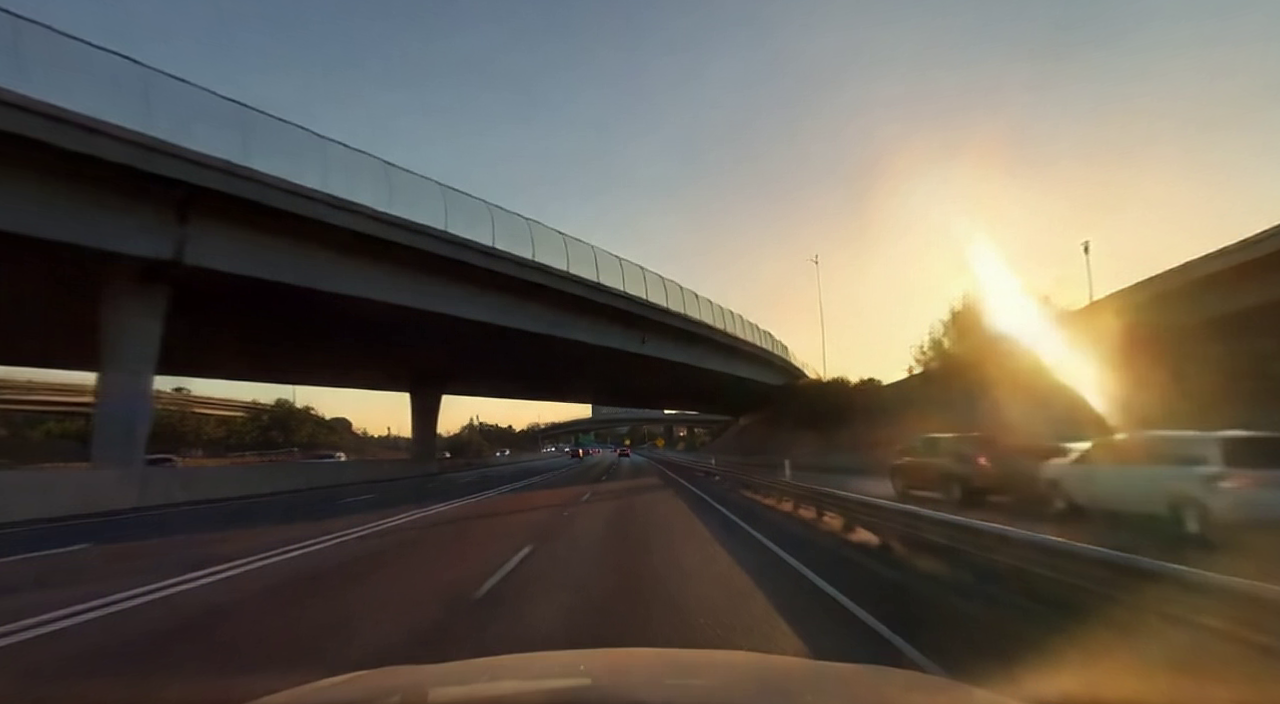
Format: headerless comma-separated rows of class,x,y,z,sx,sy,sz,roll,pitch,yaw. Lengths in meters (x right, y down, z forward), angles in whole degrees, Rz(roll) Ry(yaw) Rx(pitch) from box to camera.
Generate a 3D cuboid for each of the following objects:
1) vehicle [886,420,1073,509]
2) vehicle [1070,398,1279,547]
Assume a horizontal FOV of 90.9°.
vehicle,15.002,5.078,29.202,3.233,3.414,9.483,0,-9,-1
vehicle,16.239,3.120,16.821,2.887,3.412,9.164,0,-9,-1
